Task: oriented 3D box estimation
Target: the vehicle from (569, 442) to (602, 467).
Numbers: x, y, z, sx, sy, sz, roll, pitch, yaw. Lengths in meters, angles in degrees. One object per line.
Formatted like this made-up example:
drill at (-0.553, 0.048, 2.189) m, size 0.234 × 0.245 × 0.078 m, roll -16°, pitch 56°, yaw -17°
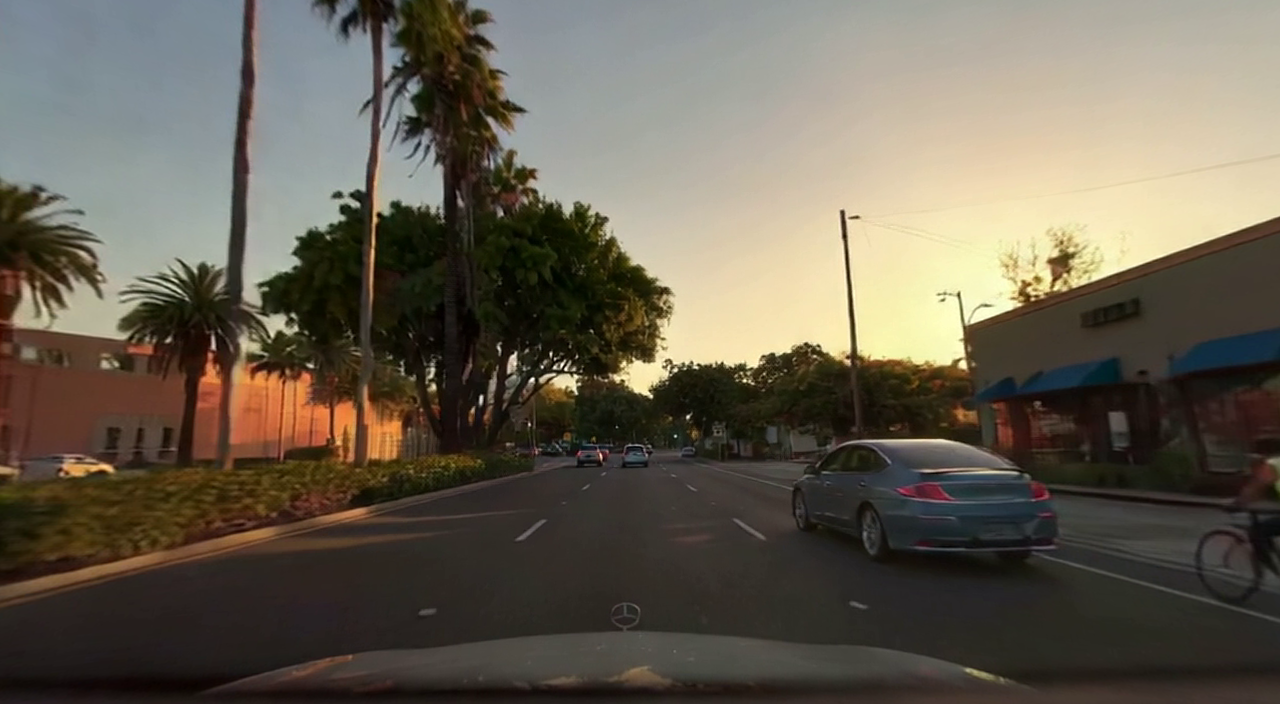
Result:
vehicle at (-4.052, 7.684, 47.635) m, size 2.071 × 1.744 × 4.500 m, roll 0°, pitch -9°, yaw 0°

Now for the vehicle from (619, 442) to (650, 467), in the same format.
vehicle at (-0.418, 7.211, 44.407) m, size 2.102 × 1.653 × 3.698 m, roll 0°, pitch -9°, yaw -1°

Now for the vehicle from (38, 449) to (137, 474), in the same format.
vehicle at (-35.739, 7.061, 40.972) m, size 4.294 × 1.515 × 2.111 m, roll 1°, pitch -9°, yaw -4°

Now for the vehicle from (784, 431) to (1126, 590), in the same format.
vehicle at (3.557, 1.864, 8.404) m, size 2.090 × 1.503 × 4.566 m, roll 0°, pitch -9°, yaw -1°
